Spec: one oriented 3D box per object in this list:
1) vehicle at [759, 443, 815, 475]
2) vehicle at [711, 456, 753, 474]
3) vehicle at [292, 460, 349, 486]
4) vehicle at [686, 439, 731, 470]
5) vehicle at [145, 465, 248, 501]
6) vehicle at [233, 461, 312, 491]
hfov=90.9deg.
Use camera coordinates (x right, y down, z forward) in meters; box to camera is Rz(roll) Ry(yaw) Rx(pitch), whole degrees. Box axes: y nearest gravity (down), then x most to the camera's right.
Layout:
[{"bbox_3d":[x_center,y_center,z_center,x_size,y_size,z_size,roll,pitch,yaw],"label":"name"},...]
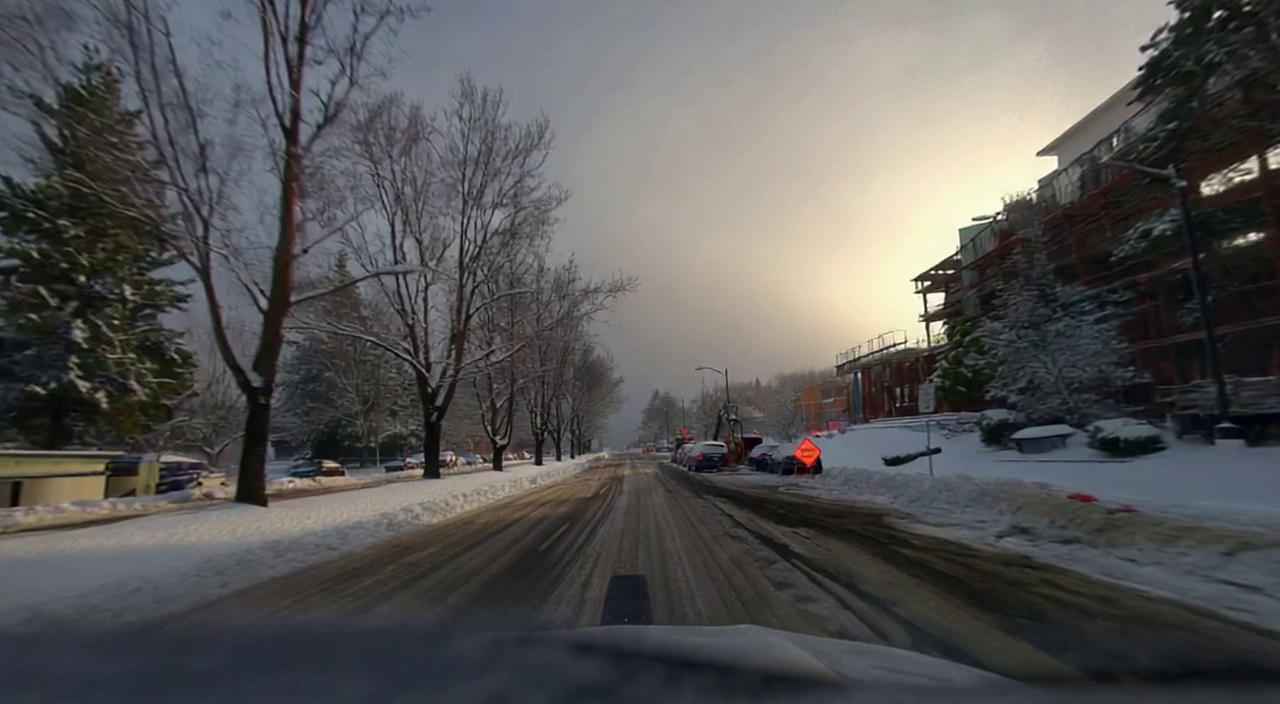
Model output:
[{"bbox_3d":[7.455,5.458,32.371,1.933,1.483,4.330,0,-9,1],"label":"vehicle"},{"bbox_3d":[4.941,6.076,34.005,1.973,0.903,2.151,-1,-9,2],"label":"vehicle"},{"bbox_3d":[-21.891,8.268,43.418,1.832,1.583,4.083,0,-9,-1],"label":"vehicle"},{"bbox_3d":[4.216,6.435,39.753,2.050,1.832,4.794,0,-9,-3],"label":"vehicle"},{"bbox_3d":[-21.669,6.391,31.045,1.847,1.445,4.441,0,-9,0],"label":"vehicle"},{"bbox_3d":[-21.623,7.301,37.328,1.900,1.490,4.775,0,-9,-1],"label":"vehicle"}]
